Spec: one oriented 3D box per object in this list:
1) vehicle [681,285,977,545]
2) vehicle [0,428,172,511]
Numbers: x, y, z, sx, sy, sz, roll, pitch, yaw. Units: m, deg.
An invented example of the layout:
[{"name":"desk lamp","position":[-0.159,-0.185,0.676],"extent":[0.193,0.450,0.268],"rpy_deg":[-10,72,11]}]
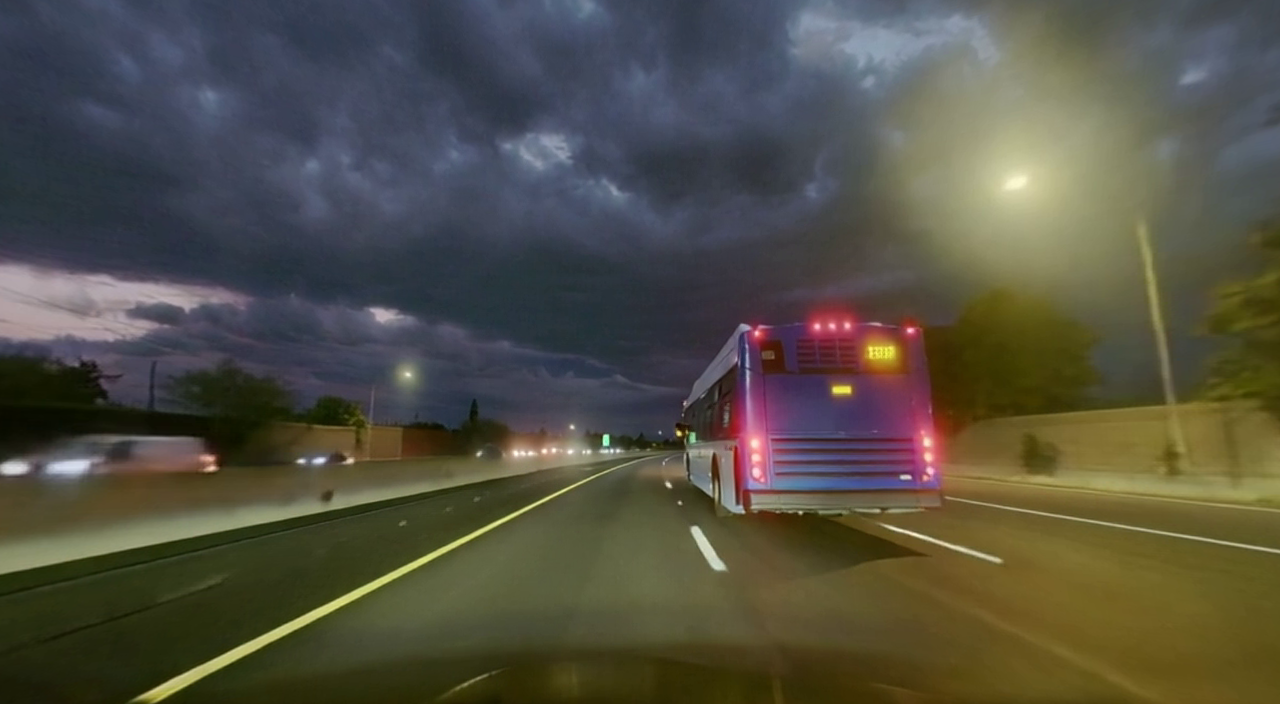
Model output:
[{"name":"vehicle","position":[3.040,1.904,16.001],"extent":[3.144,3.580,14.591],"rpy_deg":[0,-8,1]},{"name":"vehicle","position":[-15.653,3.002,16.568],"extent":[2.263,1.881,5.692],"rpy_deg":[0,-9,2]}]
